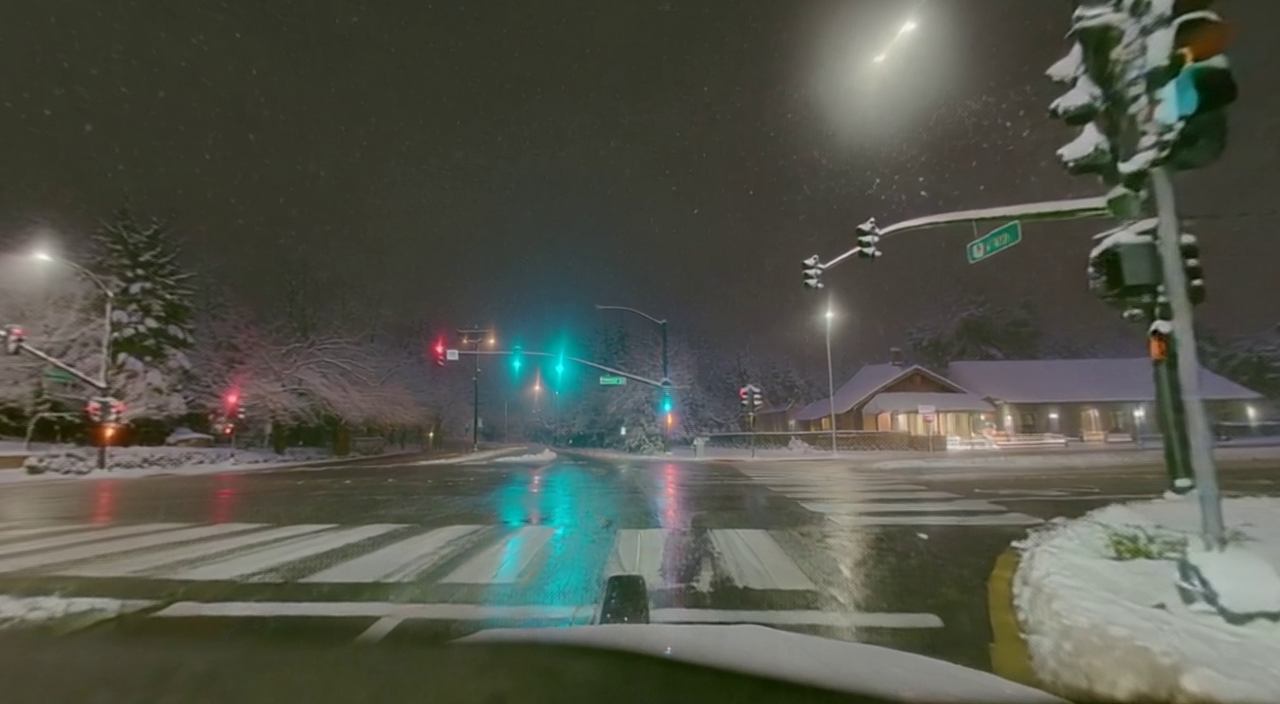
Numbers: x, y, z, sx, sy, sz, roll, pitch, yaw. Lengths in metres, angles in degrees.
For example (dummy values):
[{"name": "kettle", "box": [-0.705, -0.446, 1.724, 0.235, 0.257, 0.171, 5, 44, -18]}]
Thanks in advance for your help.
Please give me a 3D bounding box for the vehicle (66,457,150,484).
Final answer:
[{"name": "vehicle", "box": [-36.147, 8.042, 42.875, 4.241, 1.413, 1.673, -3, -6, -1]}]
